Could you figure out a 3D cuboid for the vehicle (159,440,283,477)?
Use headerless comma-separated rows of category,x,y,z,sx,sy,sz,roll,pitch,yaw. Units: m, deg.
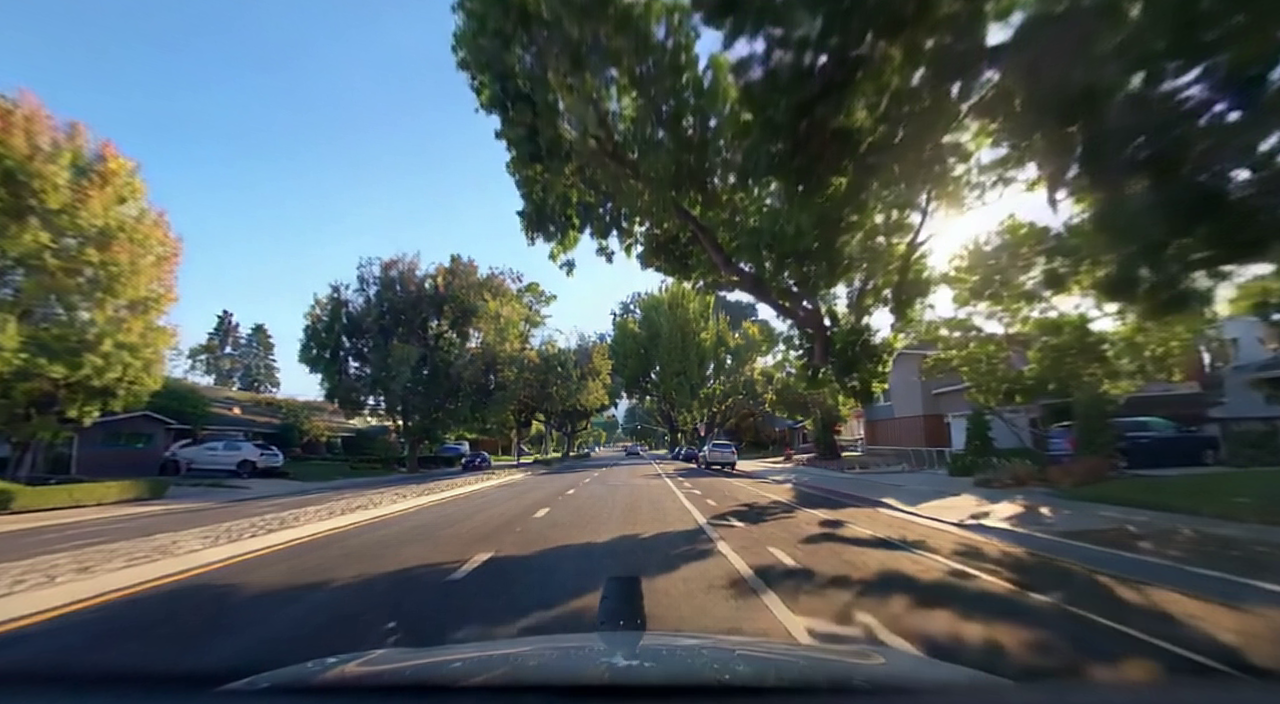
vehicle,-21.193,5.393,32.110,4.853,1.754,2.095,-1,-8,3

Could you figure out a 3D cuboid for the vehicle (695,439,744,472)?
vehicle,4.649,6.162,37.800,2.180,1.782,4.790,0,-8,-2

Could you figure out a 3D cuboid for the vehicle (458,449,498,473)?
vehicle,-12.444,8.368,48.857,1.939,1.537,4.197,-3,-7,0
